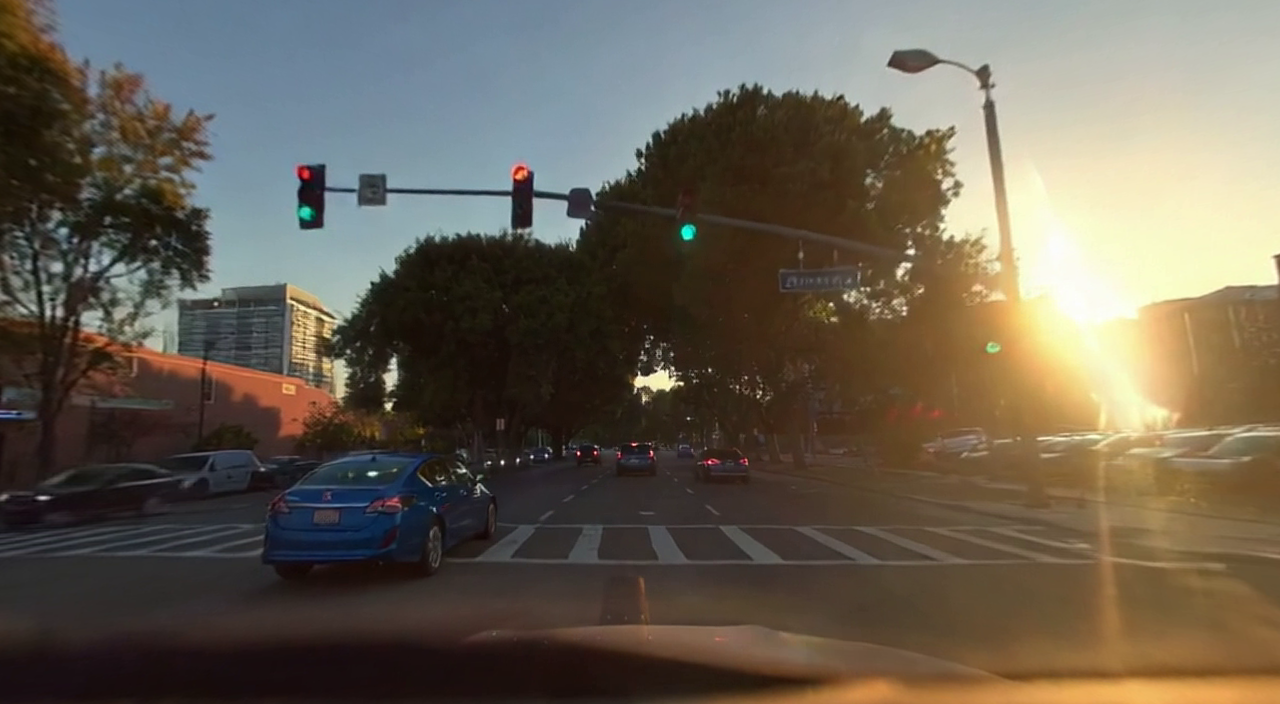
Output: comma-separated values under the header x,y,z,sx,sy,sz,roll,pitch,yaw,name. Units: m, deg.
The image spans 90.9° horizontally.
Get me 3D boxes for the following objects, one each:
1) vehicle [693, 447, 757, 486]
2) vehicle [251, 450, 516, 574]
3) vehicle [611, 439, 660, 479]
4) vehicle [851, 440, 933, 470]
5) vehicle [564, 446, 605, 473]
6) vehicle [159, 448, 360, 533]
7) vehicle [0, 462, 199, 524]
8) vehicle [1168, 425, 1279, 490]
x,y,z,sx,sy,sz,roll,pitch,yaw,name
3.465,4.756,26.588,2.058,1.472,4.317,0,-9,-1,vehicle
-3.323,2.138,9.192,2.115,1.369,3.908,-1,-9,2,vehicle
-0.204,5.522,32.778,2.361,1.898,4.465,0,-9,0,vehicle
15.921,6.516,39.996,4.255,1.520,1.900,-4,-8,1,vehicle
-3.463,6.774,39.952,2.130,1.645,3.995,-1,-9,1,vehicle
-8.978,3.244,15.512,2.059,1.559,4.709,-4,-8,0,vehicle
-16.324,4.212,19.331,2.141,1.510,4.759,0,-9,0,vehicle
16.240,2.613,15.826,3.817,1.486,2.309,-1,-9,2,vehicle
